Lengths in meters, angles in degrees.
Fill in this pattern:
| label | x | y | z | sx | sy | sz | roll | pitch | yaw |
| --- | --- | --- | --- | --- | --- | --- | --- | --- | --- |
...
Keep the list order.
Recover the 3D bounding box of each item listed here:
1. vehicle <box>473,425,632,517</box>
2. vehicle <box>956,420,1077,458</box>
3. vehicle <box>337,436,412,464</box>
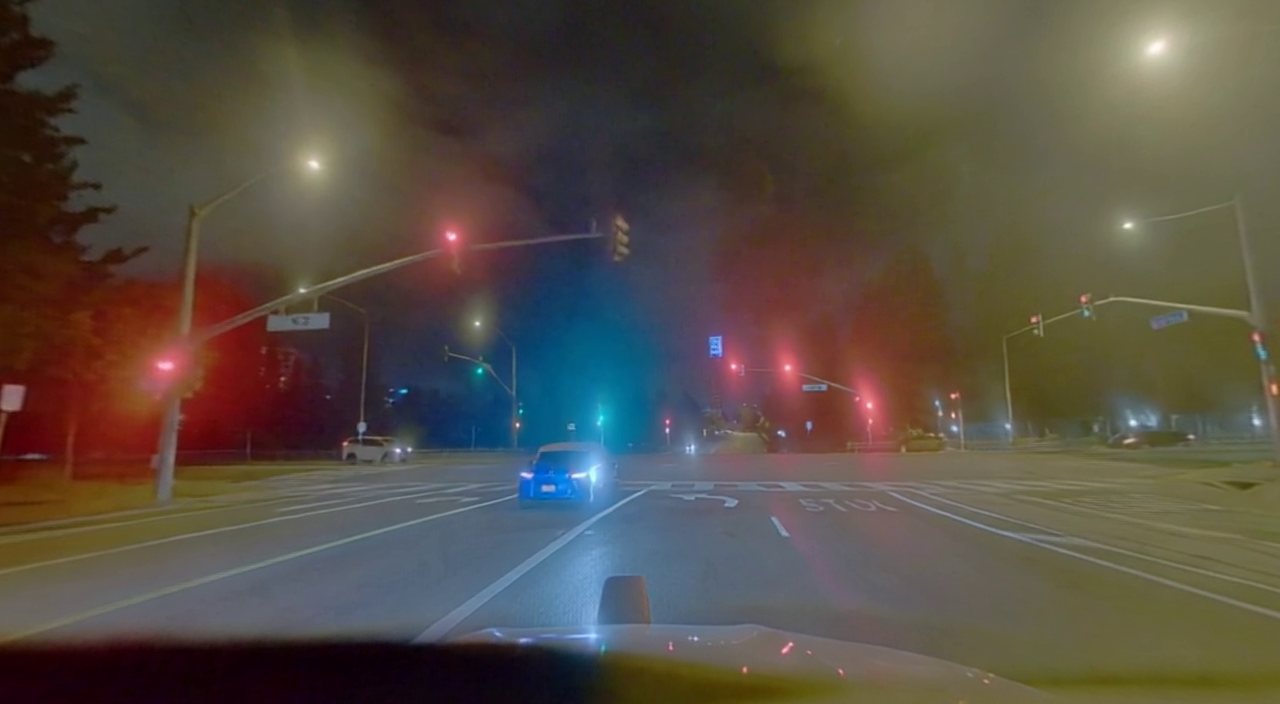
| label | x | y | z | sx | sy | sz | roll | pitch | yaw |
| --- | --- | --- | --- | --- | --- | --- | --- | --- | --- |
| vehicle | -1.580 | 2.376 | 13.089 | 2.055 | 1.573 | 4.065 | -2 | -9 | 10 |
| vehicle | 17.587 | 4.116 | 29.658 | 4.406 | 1.661 | 1.857 | -2 | -9 | 11 |
| vehicle | -16.608 | 6.144 | 39.485 | 3.952 | 1.568 | 1.788 | -3 | -7 | 10 |
